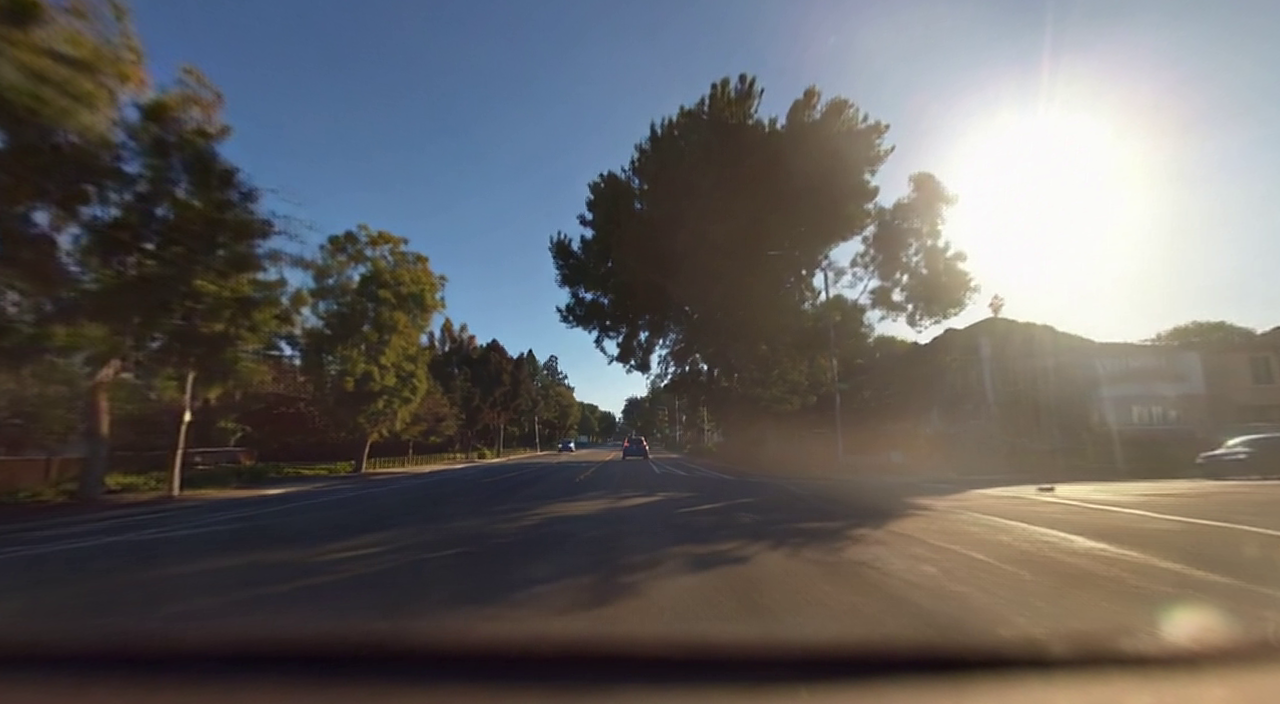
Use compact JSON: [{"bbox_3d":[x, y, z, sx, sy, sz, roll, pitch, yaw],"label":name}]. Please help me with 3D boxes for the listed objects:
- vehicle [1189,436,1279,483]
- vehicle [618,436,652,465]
[{"bbox_3d":[22.166,3.709,22.050,4.218,1.505,2.169,1,-8,-8],"label":"vehicle"},{"bbox_3d":[-0.366,6.652,42.910,2.230,1.827,4.298,0,-8,-1],"label":"vehicle"}]
